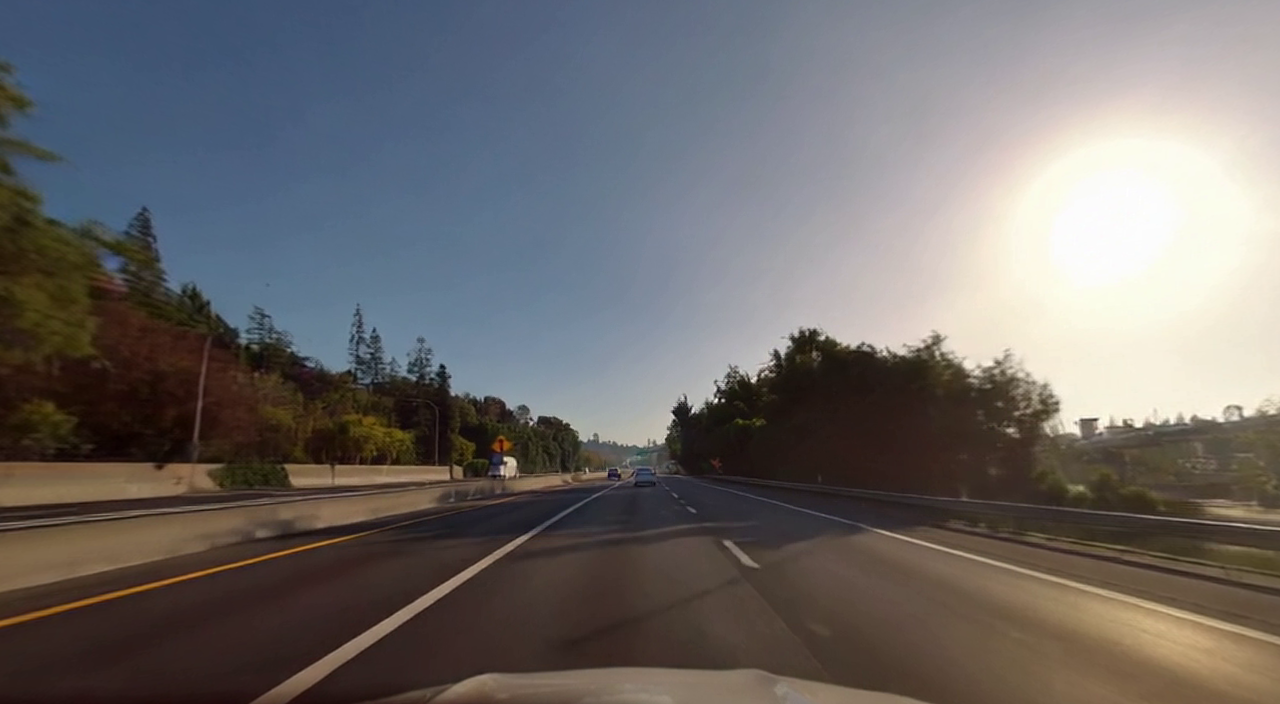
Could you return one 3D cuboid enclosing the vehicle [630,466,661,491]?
[{"bbox_3d":[0.344,8.462,42.394,2.016,1.530,4.009,1,-10,0],"label":"vehicle"}]
